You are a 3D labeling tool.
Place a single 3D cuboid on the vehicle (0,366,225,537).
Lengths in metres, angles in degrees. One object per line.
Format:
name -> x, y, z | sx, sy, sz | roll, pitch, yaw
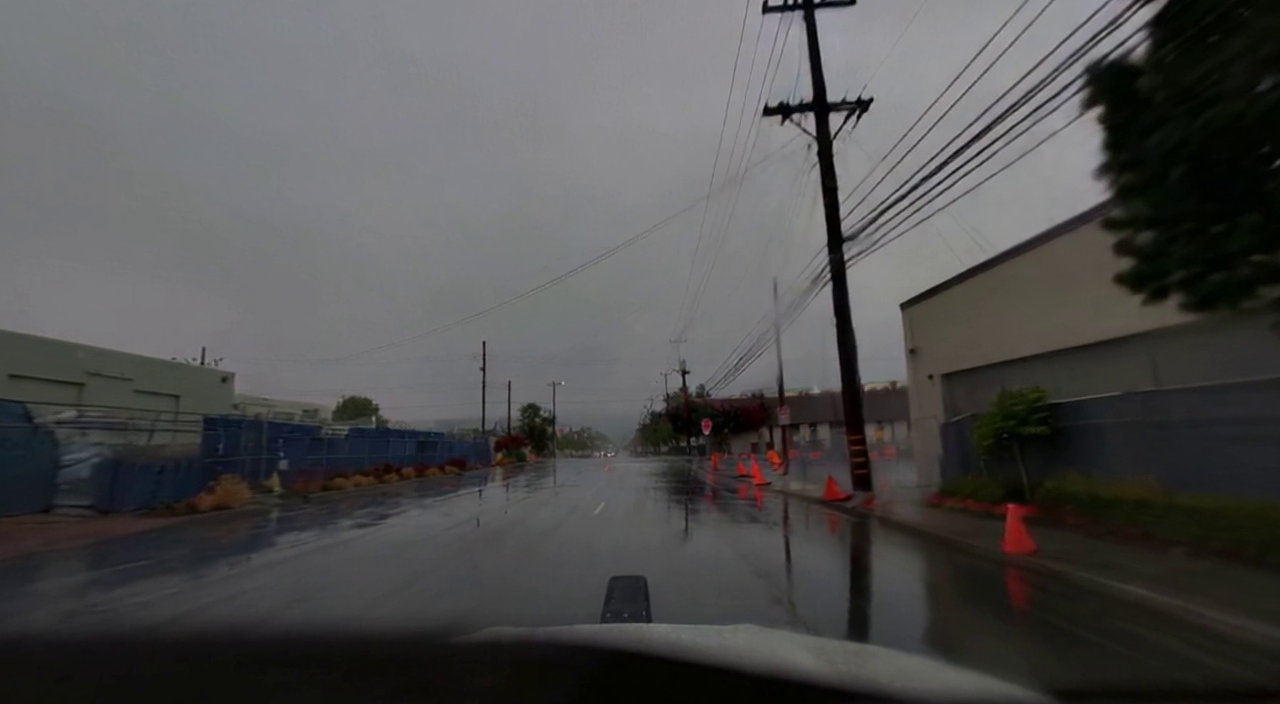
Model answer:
vehicle -> -13.107, 1.999, 12.861 | 6.887, 3.069, 3.065 | 0, -9, -4
